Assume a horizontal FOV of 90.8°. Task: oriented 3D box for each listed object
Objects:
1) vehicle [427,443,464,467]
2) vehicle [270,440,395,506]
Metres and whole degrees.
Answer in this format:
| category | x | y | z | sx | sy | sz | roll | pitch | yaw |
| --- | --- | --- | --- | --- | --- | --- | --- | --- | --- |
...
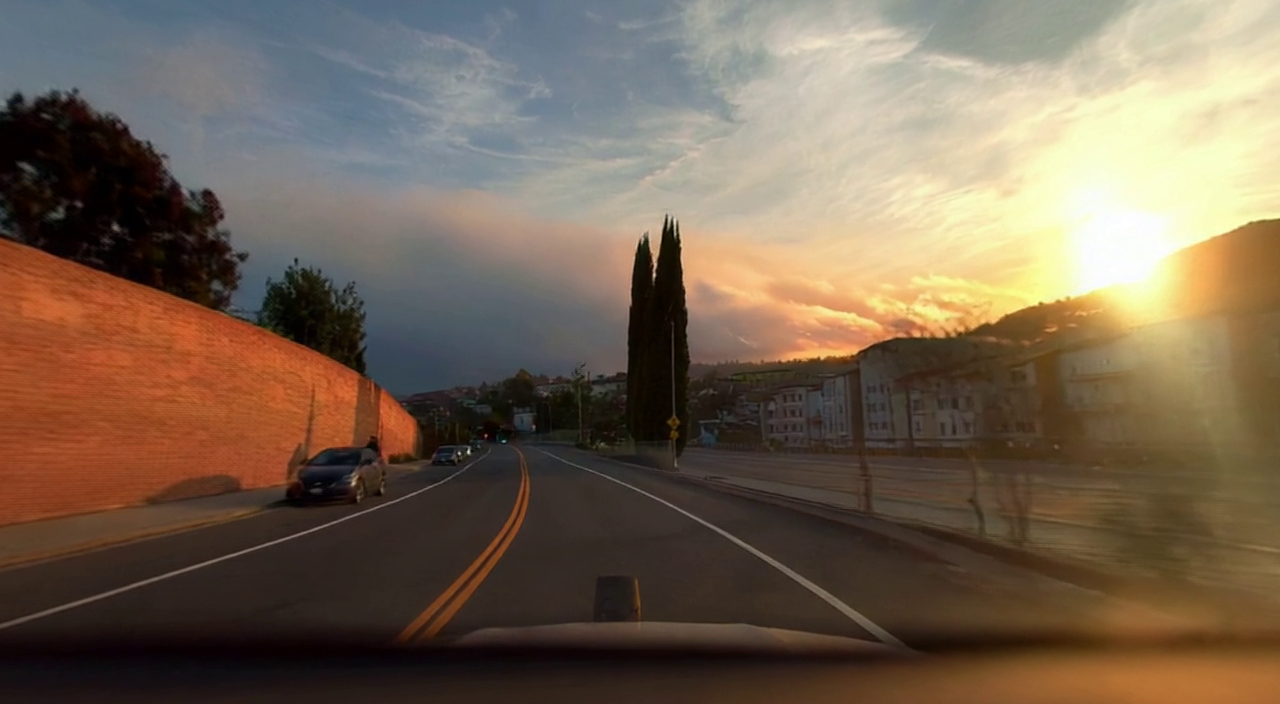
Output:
| category | x | y | z | sx | sy | sz | roll | pitch | yaw |
| --- | --- | --- | --- | --- | --- | --- | --- | --- | --- |
| vehicle | -13.491 | 7.128 | 44.051 | 1.899 | 1.485 | 4.593 | 3 | -8 | -11 |
| vehicle | -8.171 | 3.208 | 17.276 | 1.877 | 1.507 | 4.363 | 3 | -8 | -10 |
